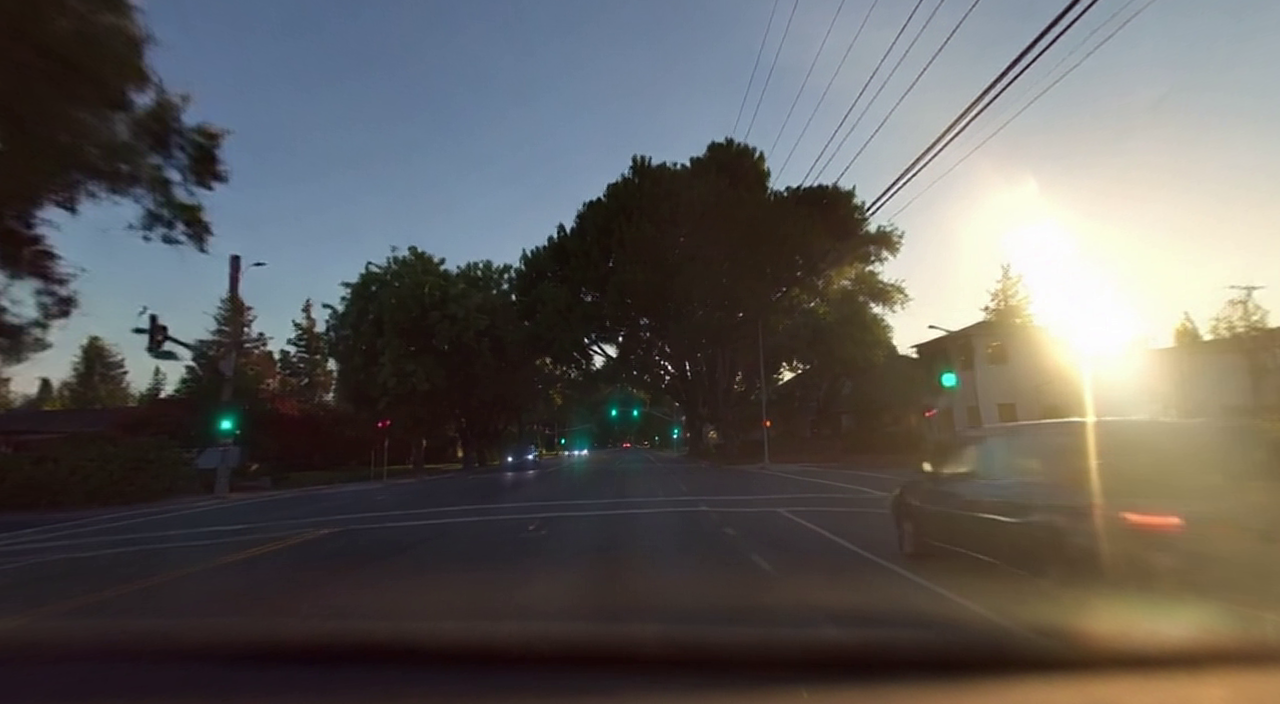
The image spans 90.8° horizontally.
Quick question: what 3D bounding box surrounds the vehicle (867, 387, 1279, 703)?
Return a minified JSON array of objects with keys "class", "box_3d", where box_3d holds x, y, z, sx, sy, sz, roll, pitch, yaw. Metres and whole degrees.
[{"class":"vehicle","box_3d":[3.788,1.337,5.506,1.900,1.661,4.346,1,-8,-1]}]
